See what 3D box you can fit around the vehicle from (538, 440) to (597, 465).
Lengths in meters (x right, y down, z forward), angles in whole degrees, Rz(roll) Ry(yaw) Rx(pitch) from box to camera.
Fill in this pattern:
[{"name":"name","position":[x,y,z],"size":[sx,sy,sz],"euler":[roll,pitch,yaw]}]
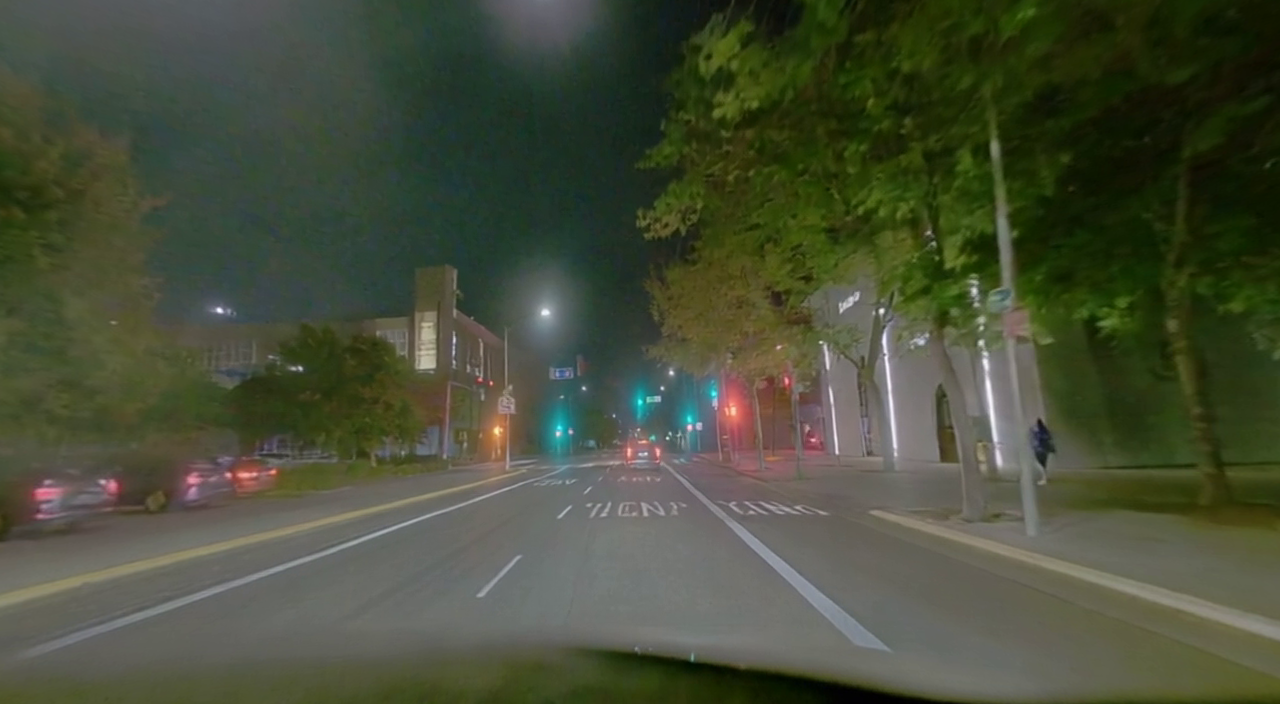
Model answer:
[{"name":"vehicle","position":[-5.564,7.645,48.259],"size":[4.472,1.736,1.874],"euler":[-6,-10,38]}]

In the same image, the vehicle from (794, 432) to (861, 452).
[{"name":"vehicle","position":[14.552,6.983,49.213],"size":[4.632,1.484,1.907],"euler":[0,-8,0]}]

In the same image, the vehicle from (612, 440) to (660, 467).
[{"name":"vehicle","position":[-0.323,6.011,37.592],"size":[2.118,1.478,4.624],"euler":[2,-8,-10]}]

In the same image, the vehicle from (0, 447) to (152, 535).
[{"name":"vehicle","position":[-13.198,2.837,13.216],"size":[4.294,1.634,1.972],"euler":[0,-8,1]}]
